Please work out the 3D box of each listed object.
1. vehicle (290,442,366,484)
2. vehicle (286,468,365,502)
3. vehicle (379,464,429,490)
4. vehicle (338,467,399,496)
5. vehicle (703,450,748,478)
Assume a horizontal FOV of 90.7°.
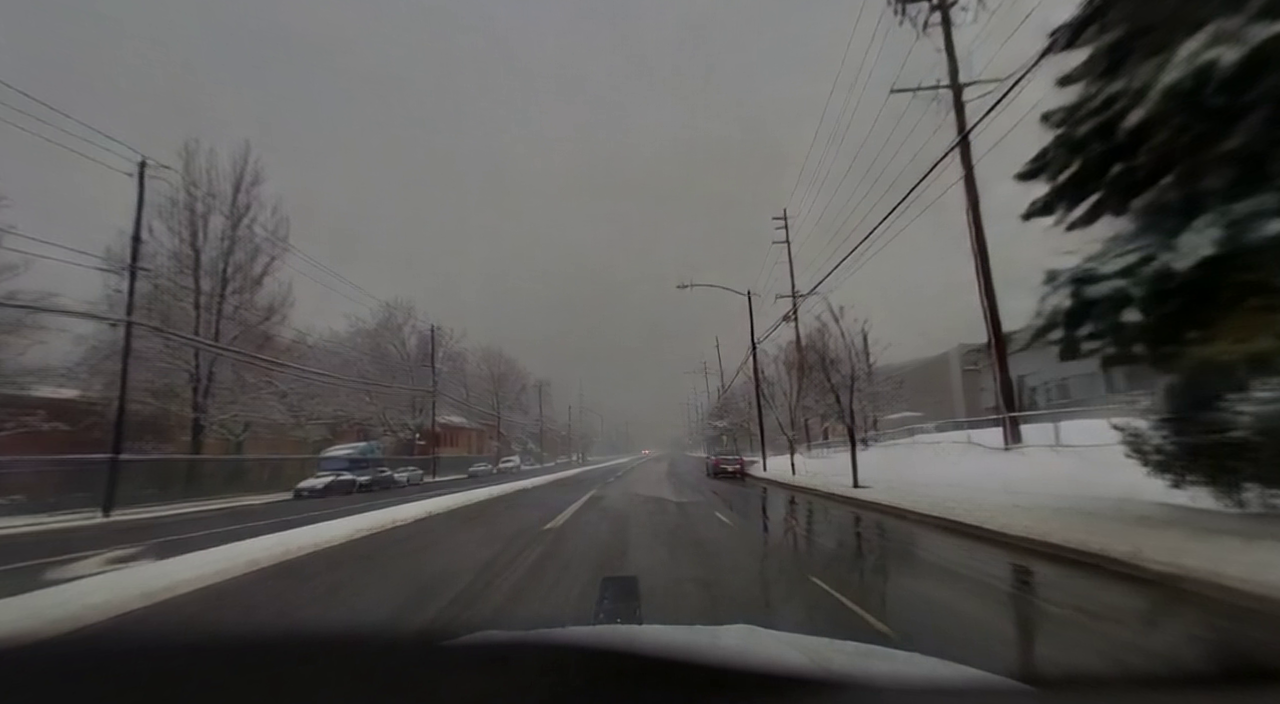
[{"bbox_3d":[-24.313,8.678,49.441,4.857,2.616,2.616,-3,-10,-16],"label":"vehicle"},{"bbox_3d":[-17.065,7.222,34.591,1.892,1.515,4.622,-6,-10,1],"label":"vehicle"},{"bbox_3d":[-16.912,8.959,45.497,1.852,1.551,4.276,-6,-10,0],"label":"vehicle"},{"bbox_3d":[-17.020,8.106,39.900,1.845,1.450,4.457,-6,-10,-1],"label":"vehicle"},{"bbox_3d":[4.830,6.405,36.400,2.002,1.459,4.357,-1,-8,0],"label":"vehicle"}]
